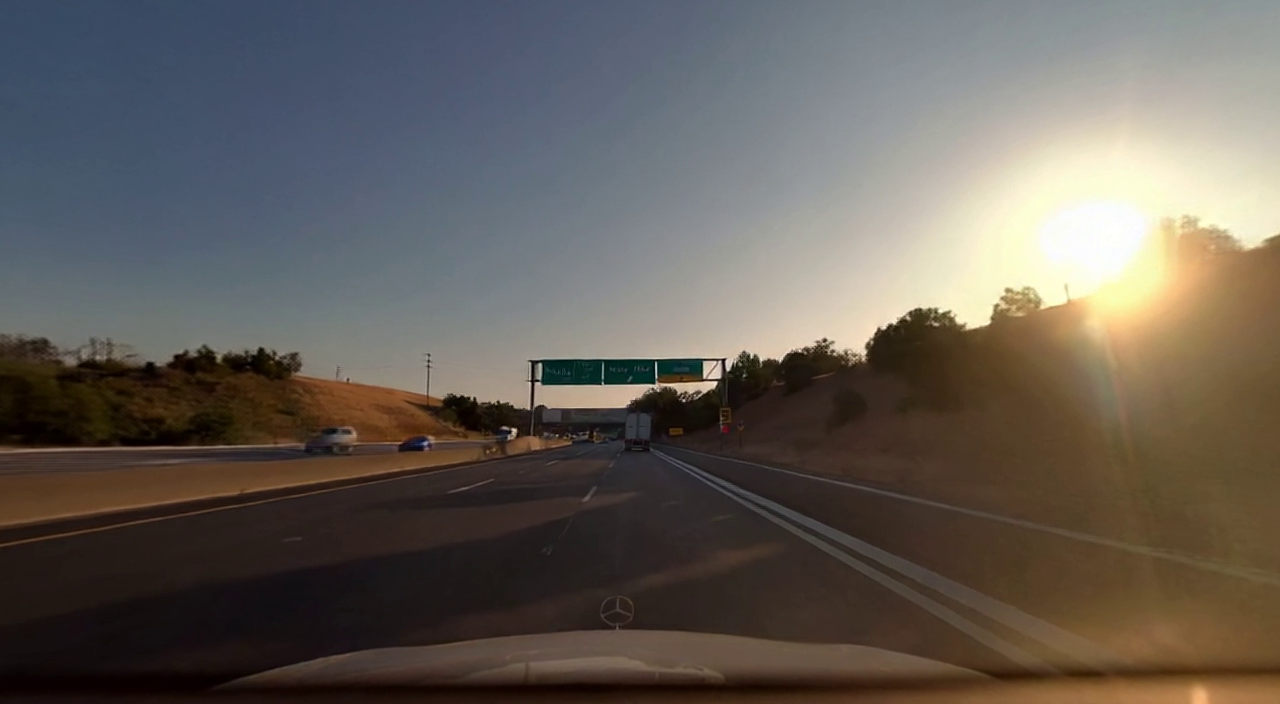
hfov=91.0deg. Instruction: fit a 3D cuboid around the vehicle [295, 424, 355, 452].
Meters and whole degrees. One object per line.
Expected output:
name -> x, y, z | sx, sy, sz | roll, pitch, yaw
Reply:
vehicle -> -22.952, 6.296, 46.026 | 2.032, 1.868, 4.504 | -1, -8, 0
